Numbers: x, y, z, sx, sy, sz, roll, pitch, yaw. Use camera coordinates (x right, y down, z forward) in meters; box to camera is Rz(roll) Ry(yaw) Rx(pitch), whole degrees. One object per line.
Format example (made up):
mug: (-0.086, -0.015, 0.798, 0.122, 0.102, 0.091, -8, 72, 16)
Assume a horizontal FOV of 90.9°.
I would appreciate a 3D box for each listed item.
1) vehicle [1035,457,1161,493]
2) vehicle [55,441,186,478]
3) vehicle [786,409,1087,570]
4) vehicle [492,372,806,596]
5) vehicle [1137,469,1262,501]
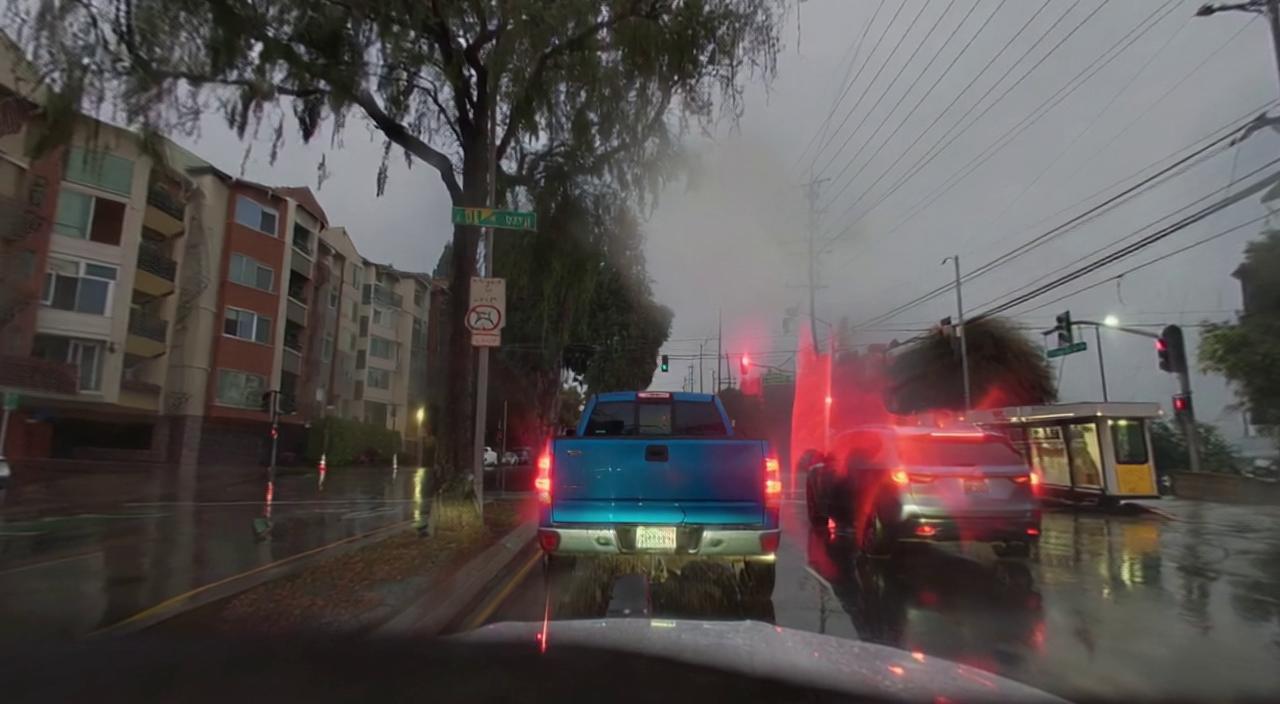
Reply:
vehicle: (21.750, 5.831, 30.031, 4.498, 1.618, 1.843, 0, -8, 0)
vehicle: (-24.874, 5.168, 30.300, 4.563, 1.692, 1.778, 0, -8, -2)
vehicle: (3.840, 1.873, 9.423, 2.131, 1.759, 4.762, 0, -8, 0)
vehicle: (0.109, 1.529, 8.149, 2.738, 1.959, 5.070, 0, -8, 1)
vehicle: (26.406, 6.279, 29.842, 4.071, 1.388, 1.884, 0, -8, 1)
